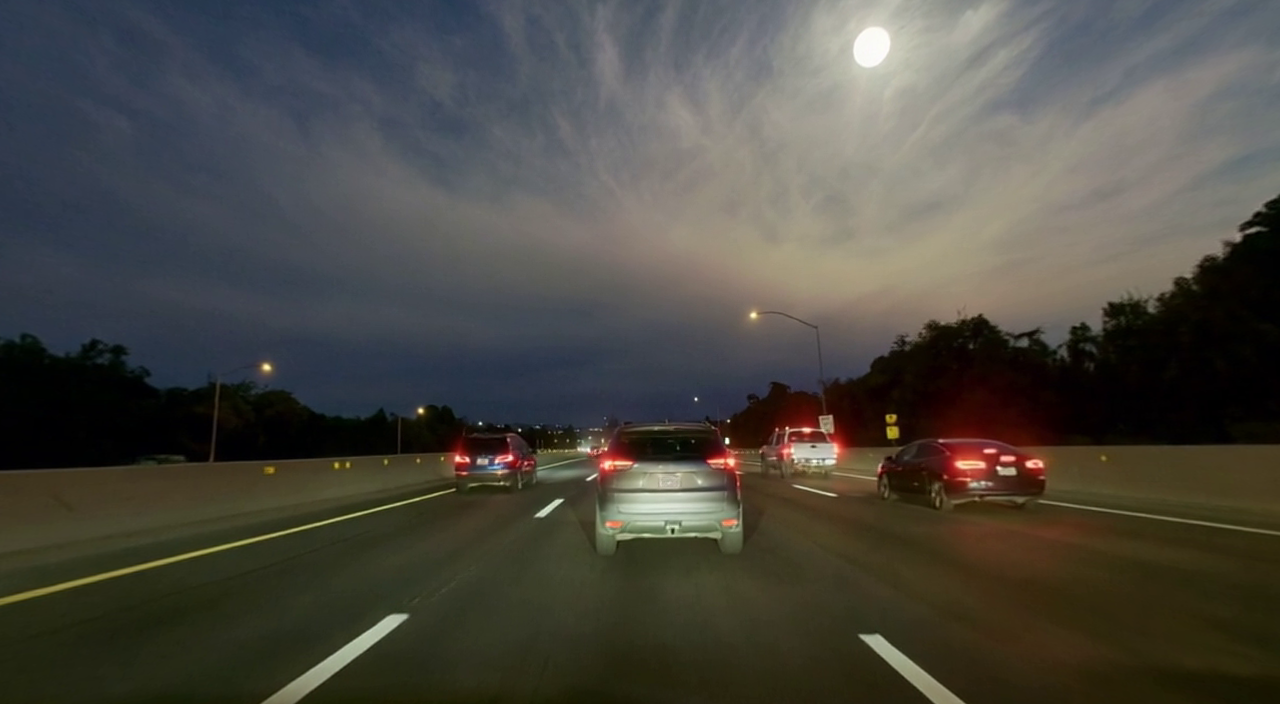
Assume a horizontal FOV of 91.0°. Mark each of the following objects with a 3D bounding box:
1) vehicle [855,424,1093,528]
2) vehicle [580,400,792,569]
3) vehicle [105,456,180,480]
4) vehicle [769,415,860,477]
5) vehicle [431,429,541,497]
[{"bbox_3d":[6.131,2.329,12.352,1.972,1.647,4.429,1,-9,-4],"label":"vehicle"},{"bbox_3d":[0.341,1.691,8.656,2.230,1.740,3.976,1,-9,-4],"label":"vehicle"},{"bbox_3d":[-36.217,8.450,45.990,1.898,1.623,4.263,0,-9,1],"label":"vehicle"},{"bbox_3d":[7.705,4.292,28.596,2.390,2.503,5.788,0,-9,0],"label":"vehicle"},{"bbox_3d":[-4.400,3.259,18.827,2.047,1.755,4.638,0,-9,1],"label":"vehicle"}]
